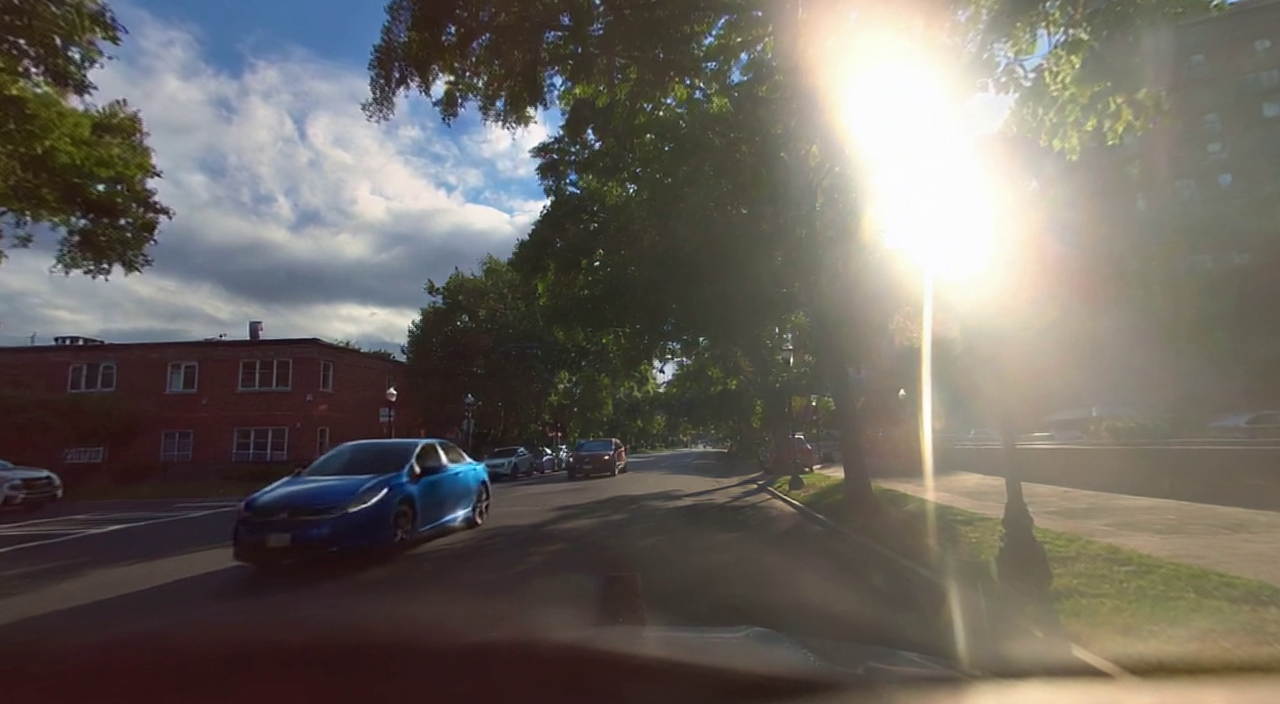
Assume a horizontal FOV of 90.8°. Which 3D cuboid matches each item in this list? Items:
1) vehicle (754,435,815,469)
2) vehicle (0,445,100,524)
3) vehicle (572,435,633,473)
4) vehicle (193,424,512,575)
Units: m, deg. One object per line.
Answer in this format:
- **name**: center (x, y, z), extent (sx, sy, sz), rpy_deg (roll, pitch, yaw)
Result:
- **vehicle**: center (6.683, 4.686, 29.722), extent (1.918, 1.461, 4.419), rpy_deg (0, -8, 1)
- **vehicle**: center (-15.164, 2.925, 14.235), extent (4.106, 1.620, 2.065), rpy_deg (0, -9, 2)
- **vehicle**: center (-1.713, 4.878, 30.277), extent (2.110, 1.651, 4.410), rpy_deg (-1, -9, 7)
- **vehicle**: center (-3.417, 1.852, 8.791), extent (2.056, 1.508, 4.596), rpy_deg (-1, -9, 4)
